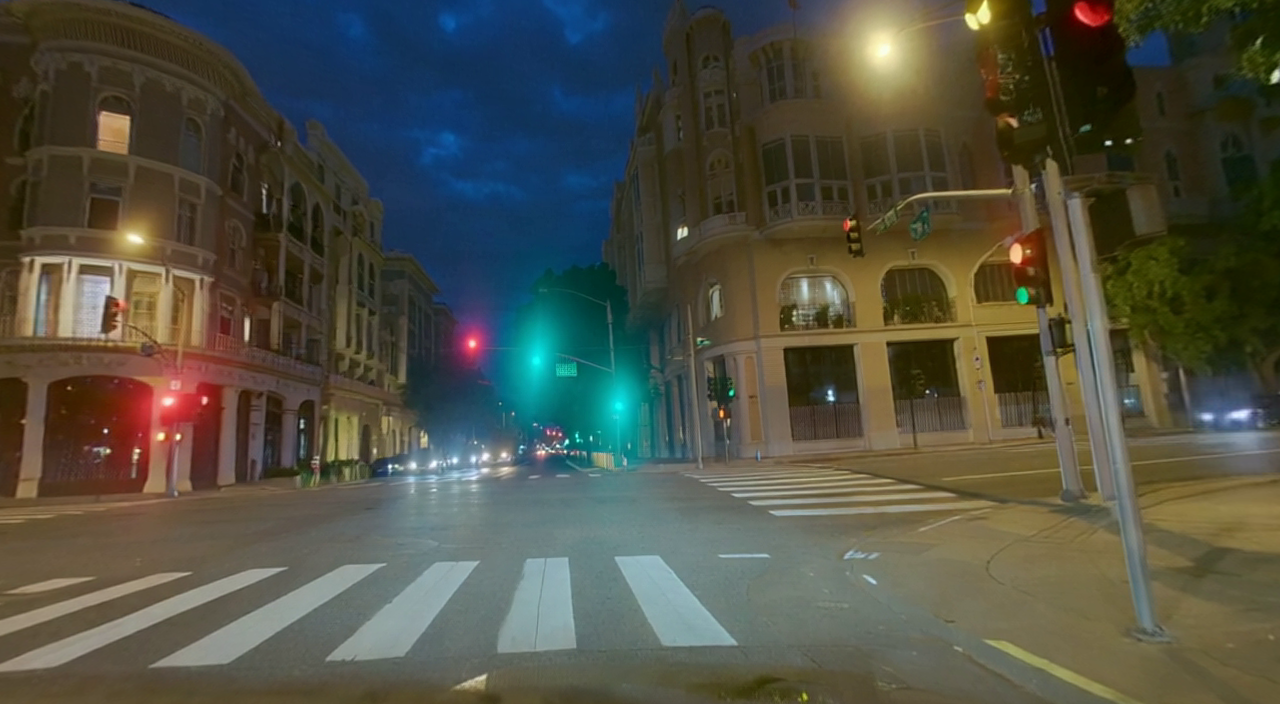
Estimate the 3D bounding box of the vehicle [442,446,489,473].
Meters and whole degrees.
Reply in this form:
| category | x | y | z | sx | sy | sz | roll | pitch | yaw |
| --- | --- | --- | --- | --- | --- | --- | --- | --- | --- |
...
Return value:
| category | x | y | z | sx | sy | sz | roll | pitch | yaw |
| --- | --- | --- | --- | --- | --- | --- | --- | --- | --- |
| vehicle | -10.447 | 6.468 | 38.162 | 2.196 | 1.503 | 4.371 | 1 | -9 | -8 |

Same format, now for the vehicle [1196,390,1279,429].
| category | x | y | z | sx | sy | sz | roll | pitch | yaw |
| --- | --- | --- | --- | --- | --- | --- | --- | --- | --- |
| vehicle | 28.460 | 2.695 | 28.982 | 4.626 | 1.636 | 2.004 | 2 | -9 | -14 |
